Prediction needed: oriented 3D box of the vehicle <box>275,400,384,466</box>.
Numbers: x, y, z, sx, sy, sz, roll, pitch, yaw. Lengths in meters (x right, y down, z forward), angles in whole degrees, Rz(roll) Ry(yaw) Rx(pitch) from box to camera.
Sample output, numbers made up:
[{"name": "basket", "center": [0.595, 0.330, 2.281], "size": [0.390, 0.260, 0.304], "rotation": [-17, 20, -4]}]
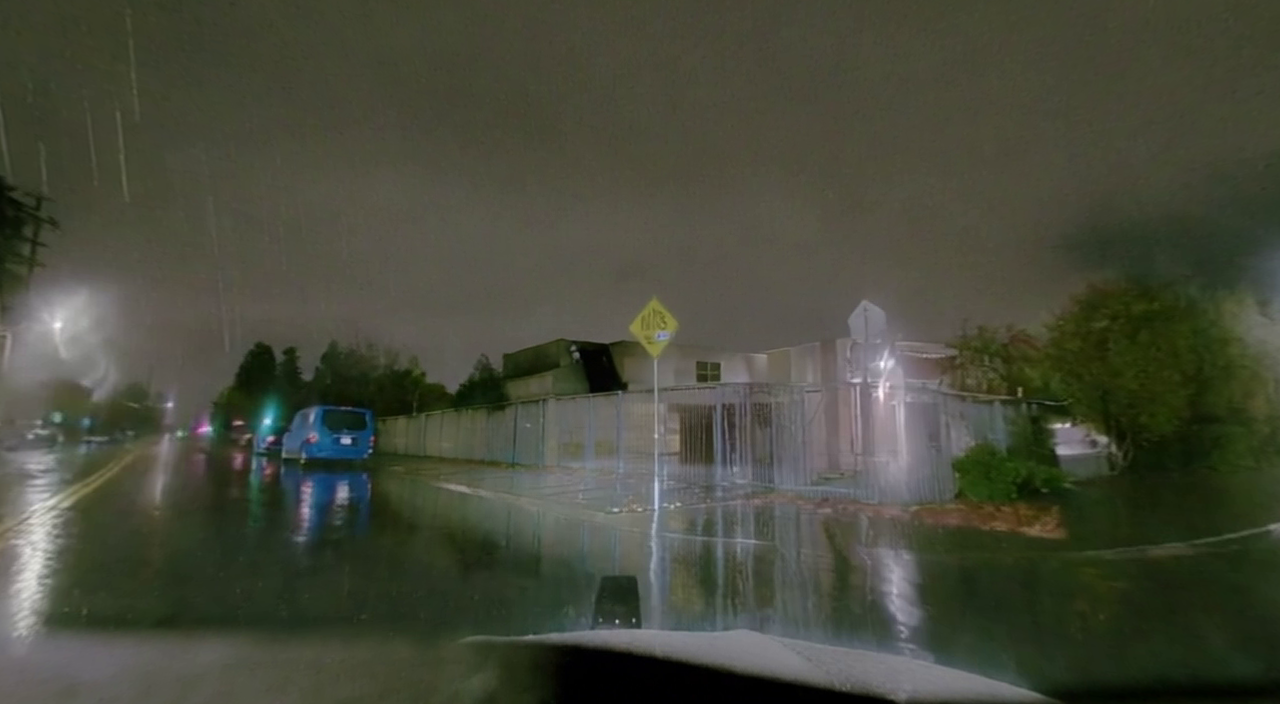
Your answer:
[{"name": "vehicle", "center": [-11.245, 2.949, 22.622], "size": [2.327, 2.021, 5.850], "rotation": [6, -10, -36]}]

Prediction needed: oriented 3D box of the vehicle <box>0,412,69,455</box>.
[{"name": "vehicle", "center": [-30.393, 4.059, 31.079], "size": [2.504, 1.919, 5.658], "rotation": [6, -10, -34]}]
